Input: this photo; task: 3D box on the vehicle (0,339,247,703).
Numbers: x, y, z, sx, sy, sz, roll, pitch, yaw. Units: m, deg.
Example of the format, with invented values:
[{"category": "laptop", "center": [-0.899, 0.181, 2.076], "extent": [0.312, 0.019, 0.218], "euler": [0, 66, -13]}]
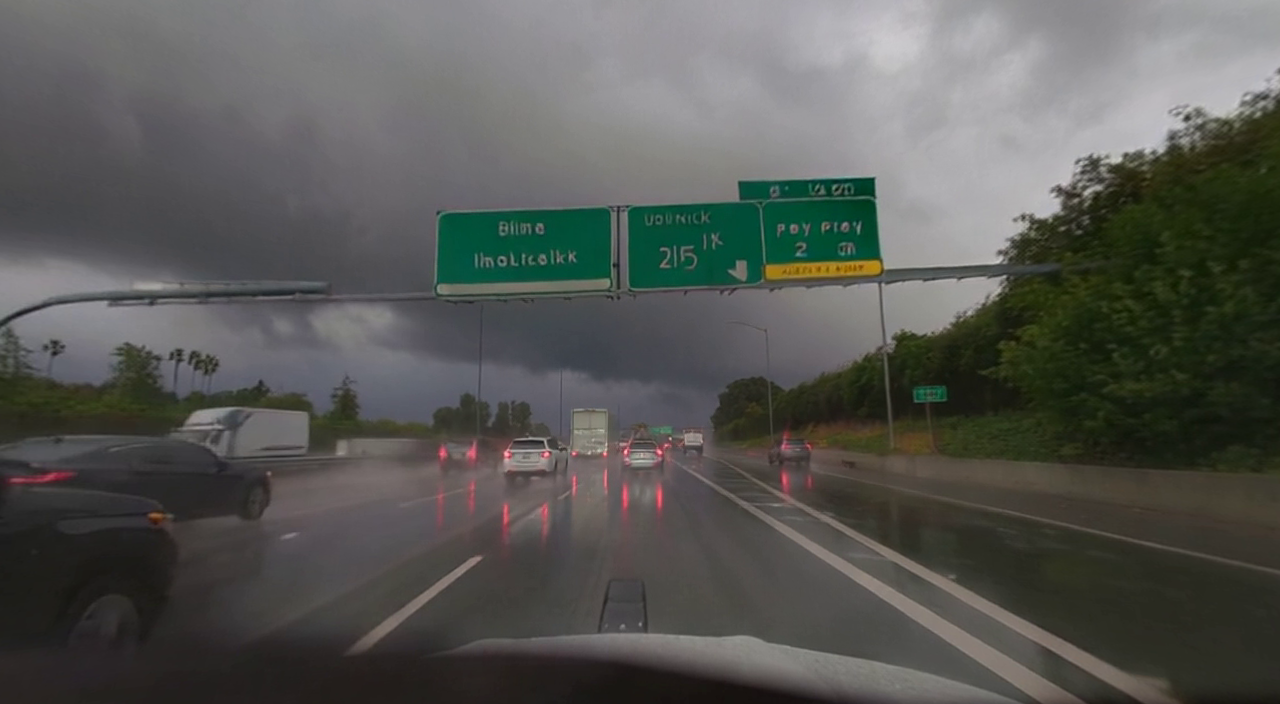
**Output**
[{"category": "vehicle", "center": [-3.449, 0.699, 1.489], "extent": [2.209, 1.711, 4.296], "euler": [0, -8, 1]}]

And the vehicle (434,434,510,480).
[{"category": "vehicle", "center": [-6.963, 4.381, 26.632], "extent": [1.998, 1.770, 4.222], "euler": [0, -8, 1]}]

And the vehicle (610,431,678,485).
[{"category": "vehicle", "center": [0.149, 3.705, 22.330], "extent": [2.180, 1.716, 3.920], "euler": [0, -8, 1]}]

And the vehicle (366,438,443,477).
[{"category": "vehicle", "center": [-10.824, 4.865, 29.293], "extent": [1.894, 1.669, 4.251], "euler": [0, -8, 0]}]

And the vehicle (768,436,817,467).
[{"category": "vehicle", "center": [9.043, 5.949, 37.788], "extent": [2.026, 1.718, 4.522], "euler": [-1, -8, 3]}]

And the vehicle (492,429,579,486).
[{"category": "vehicle", "center": [-3.527, 3.675, 22.208], "extent": [2.125, 1.792, 4.466], "euler": [0, -8, 2]}]

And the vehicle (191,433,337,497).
[{"category": "vehicle", "center": [-10.983, 3.303, 18.810], "extent": [1.863, 1.696, 3.885], "euler": [0, -8, 1]}]
